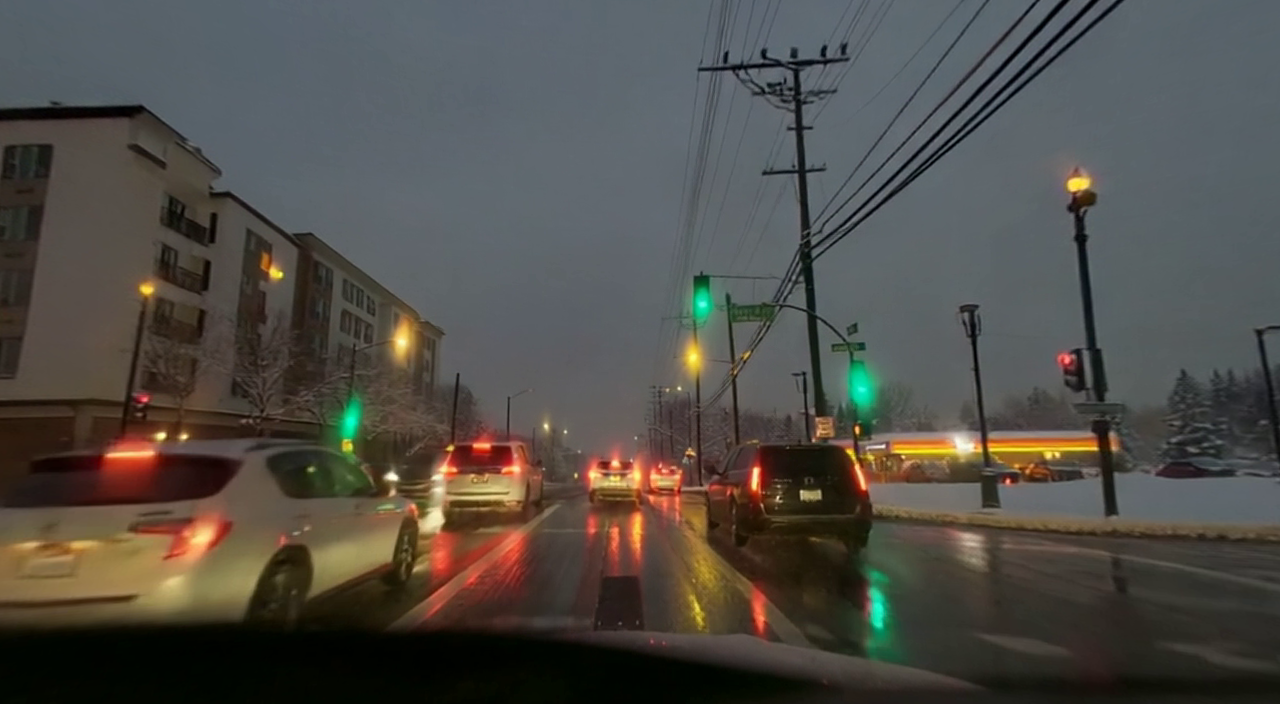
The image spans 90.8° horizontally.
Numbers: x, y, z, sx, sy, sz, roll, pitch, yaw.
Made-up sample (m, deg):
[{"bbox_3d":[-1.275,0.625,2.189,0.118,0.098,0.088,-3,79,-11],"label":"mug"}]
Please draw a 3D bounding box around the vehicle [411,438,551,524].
[{"bbox_3d":[-3.504,2.928,14.983,2.221,1.706,4.451,0,-8,-1],"label":"vehicle"}]

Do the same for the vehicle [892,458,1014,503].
[{"bbox_3d":[12.062,4.898,24.398,4.048,1.539,1.820,3,-9,-19],"label":"vehicle"}]

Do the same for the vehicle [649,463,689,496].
[{"bbox_3d":[1.637,7.451,37.256,1.953,1.687,4.094,0,-8,-3],"label":"vehicle"}]

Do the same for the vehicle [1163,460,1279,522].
[{"bbox_3d":[21.065,4.739,22.059,1.878,1.680,4.244,-2,-7,0],"label":"vehicle"}]

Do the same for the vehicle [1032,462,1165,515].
[{"bbox_3d":[15.620,4.618,21.888,1.959,1.482,4.664,-2,-9,13],"label":"vehicle"}]

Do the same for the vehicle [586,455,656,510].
[{"bbox_3d":[-0.629,4.036,20.023,1.999,1.487,3.939,0,-8,-2],"label":"vehicle"}]

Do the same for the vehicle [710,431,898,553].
[{"bbox_3d":[2.492,2.238,10.829,1.945,1.647,4.160,0,-8,-2],"label":"vehicle"}]

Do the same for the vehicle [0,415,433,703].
[{"bbox_3d":[-3.159,1.309,4.699,1.932,1.458,4.330,0,-8,-2],"label":"vehicle"}]
